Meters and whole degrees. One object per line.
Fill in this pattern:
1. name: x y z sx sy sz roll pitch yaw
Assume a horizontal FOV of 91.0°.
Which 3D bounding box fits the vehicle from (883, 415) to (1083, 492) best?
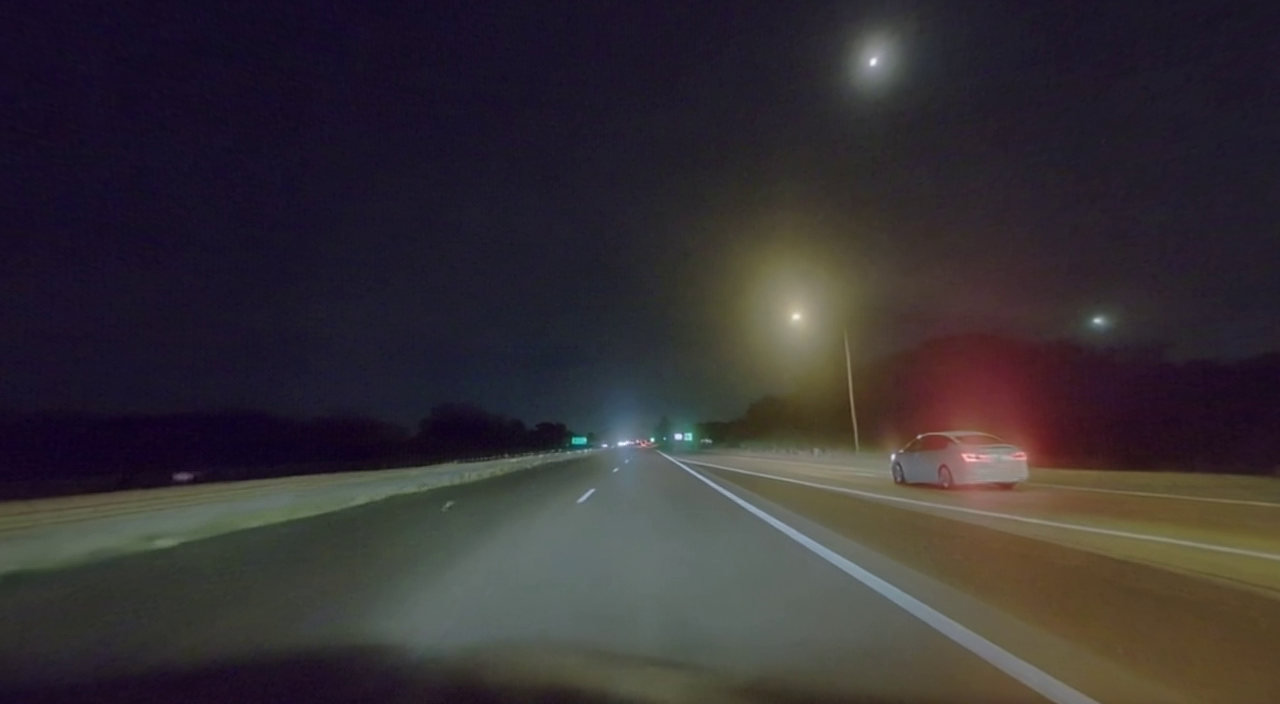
1. vehicle: 9.759 2.946 18.626 2.328 1.916 5.227 1 -8 -10
